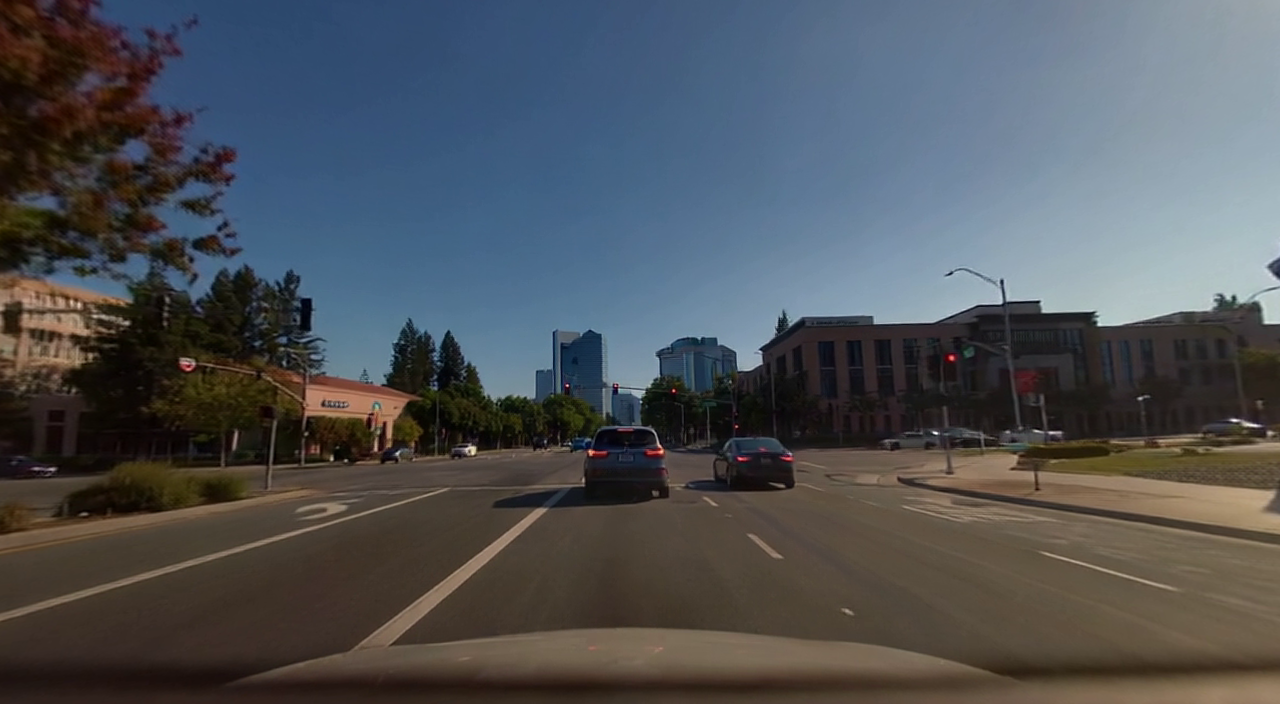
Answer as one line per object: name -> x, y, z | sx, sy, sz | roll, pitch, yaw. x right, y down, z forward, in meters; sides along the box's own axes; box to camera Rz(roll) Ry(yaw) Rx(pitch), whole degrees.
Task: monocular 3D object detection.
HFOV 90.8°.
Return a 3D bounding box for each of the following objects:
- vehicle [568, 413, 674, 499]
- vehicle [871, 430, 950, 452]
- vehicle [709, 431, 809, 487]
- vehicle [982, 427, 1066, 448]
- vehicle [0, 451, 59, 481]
vehicle -> -0.435, 2.606, 16.075 | 2.313, 1.860, 4.319 | 0, -9, -1
vehicle -> 19.396, 6.382, 45.359 | 4.851, 1.517, 1.720 | 0, -9, -3
vehicle -> 3.395, 3.177, 19.041 | 2.080, 1.472, 4.401 | 0, -9, -1
vehicle -> 27.514, 6.136, 45.334 | 4.766, 1.462, 1.872 | 0, -9, 0
vehicle -> -39.694, 7.172, 39.549 | 4.610, 1.691, 2.034 | -3, -8, -2
